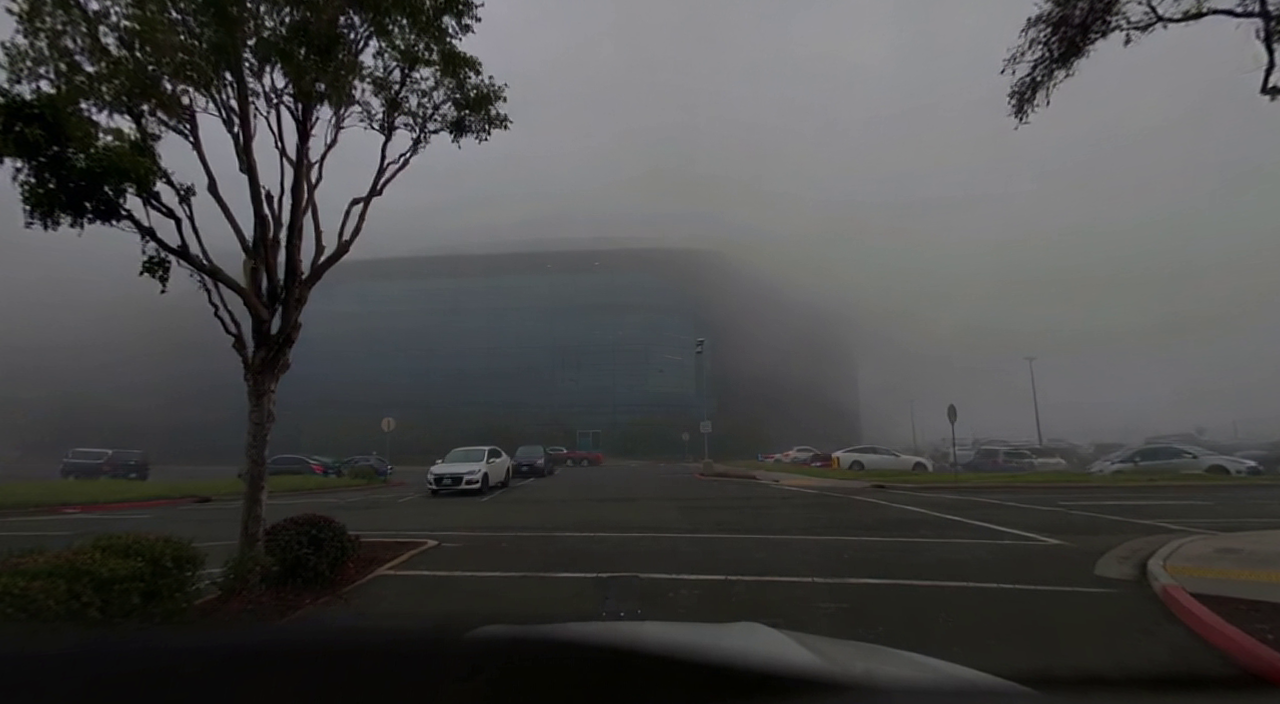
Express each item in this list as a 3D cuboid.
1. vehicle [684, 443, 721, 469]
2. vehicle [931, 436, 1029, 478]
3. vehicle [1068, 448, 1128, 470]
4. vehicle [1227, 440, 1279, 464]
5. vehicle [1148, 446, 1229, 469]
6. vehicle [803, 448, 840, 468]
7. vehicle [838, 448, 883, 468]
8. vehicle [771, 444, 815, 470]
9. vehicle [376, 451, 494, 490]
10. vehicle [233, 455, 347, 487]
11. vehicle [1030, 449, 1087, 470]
[{"bbox_3d":[4.613,7.751,47.297,2.262,1.794,5.331,0,-8,1],"label":"vehicle"},{"bbox_3d":[16.477,5.097,30.975,2.048,1.852,4.998,0,-9,1],"label":"vehicle"},{"bbox_3d":[31.292,7.308,43.260,1.519,1.371,3.278,0,-8,-1],"label":"vehicle"},{"bbox_3d":[43.061,6.813,43.081,1.758,1.572,4.421,0,-8,1],"label":"vehicle"},{"bbox_3d":[37.013,7.118,42.769,1.678,1.423,4.191,0,-8,-2],"label":"vehicle"},{"bbox_3d":[14.202,8.302,49.643,1.935,1.477,3.719,0,-8,3],"label":"vehicle"},{"bbox_3d":[17.055,8.223,49.081,1.971,1.478,4.477,0,-8,1],"label":"vehicle"},{"bbox_3d":[10.526,7.206,43.704,1.936,1.673,4.305,0,-8,0],"label":"vehicle"},{"bbox_3d":[-8.706,4.980,26.902,4.442,1.504,1.809,4,-10,-28],"label":"vehicle"},{"bbox_3d":[-16.742,5.695,30.361,4.331,1.437,1.876,0,-8,2],"label":"vehicle"},{"bbox_3d":[28.318,7.287,42.885,1.495,1.371,3.336,0,-9,-1],"label":"vehicle"}]
